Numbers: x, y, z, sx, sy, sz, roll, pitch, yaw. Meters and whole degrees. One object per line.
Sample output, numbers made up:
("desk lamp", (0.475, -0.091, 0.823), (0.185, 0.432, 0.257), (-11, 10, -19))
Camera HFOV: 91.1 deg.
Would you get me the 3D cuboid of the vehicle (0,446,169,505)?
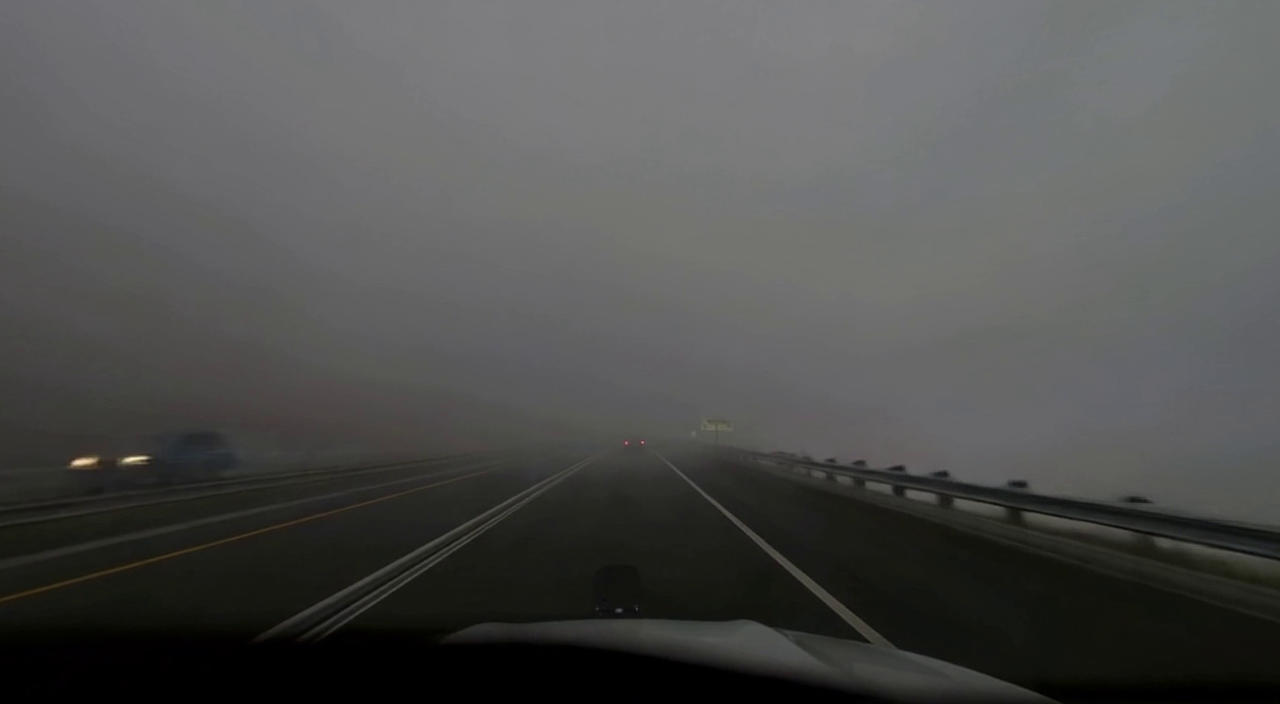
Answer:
("vehicle", (-16.516, 3.581, 18.700), (1.821, 1.486, 4.099), (0, -8, 0))
